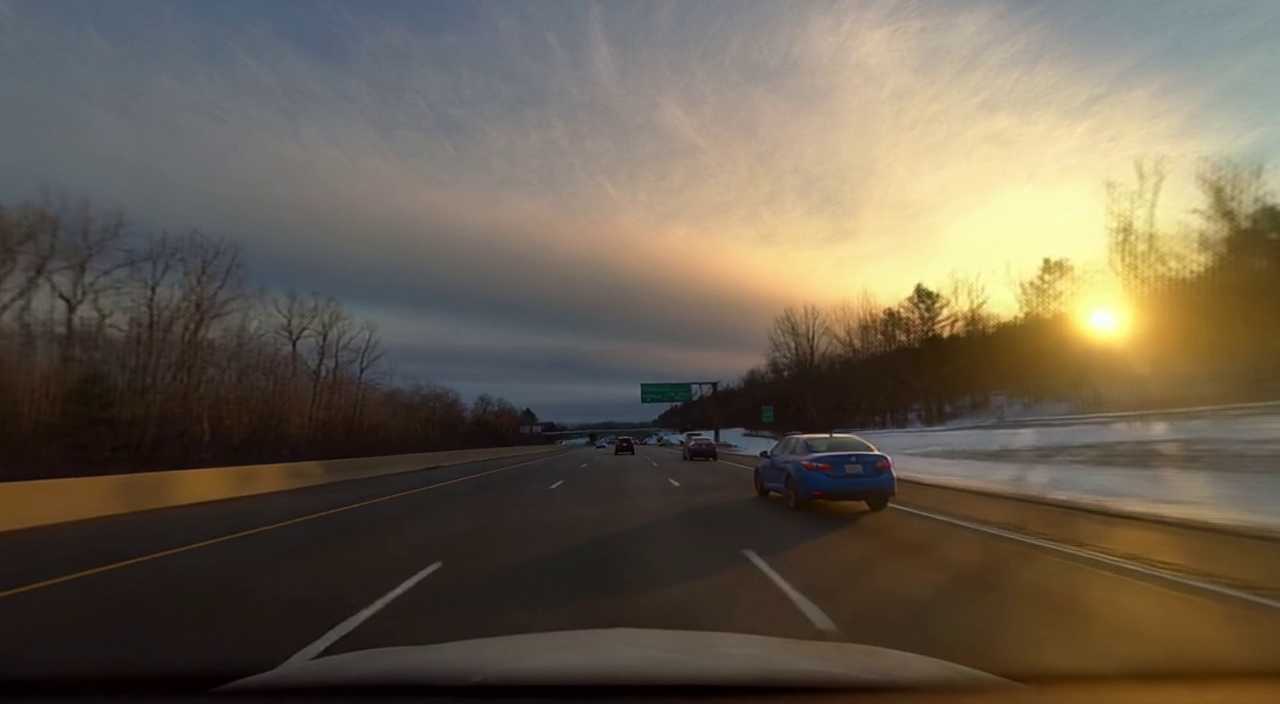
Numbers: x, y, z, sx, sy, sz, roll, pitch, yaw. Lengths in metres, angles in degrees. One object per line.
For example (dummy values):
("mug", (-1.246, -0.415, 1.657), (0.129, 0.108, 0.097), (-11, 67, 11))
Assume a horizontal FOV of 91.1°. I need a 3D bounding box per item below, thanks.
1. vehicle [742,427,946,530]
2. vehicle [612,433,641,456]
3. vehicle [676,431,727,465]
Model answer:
("vehicle", (3.376, 2.175, 11.599), (2.056, 1.479, 4.660), (0, -8, -2))
("vehicle", (-1.097, 7.246, 49.291), (2.182, 1.680, 4.253), (0, -8, -2))
("vehicle", (3.180, 5.089, 33.538), (2.098, 1.677, 4.275), (0, -8, -2))
